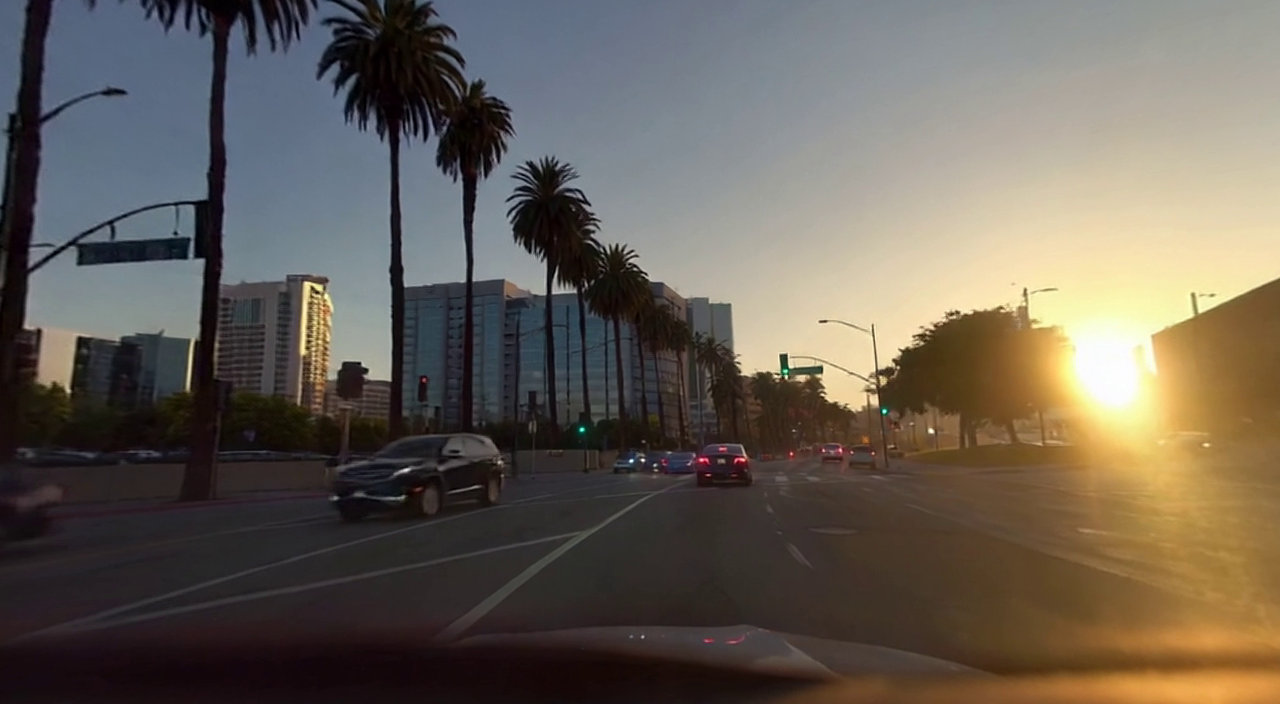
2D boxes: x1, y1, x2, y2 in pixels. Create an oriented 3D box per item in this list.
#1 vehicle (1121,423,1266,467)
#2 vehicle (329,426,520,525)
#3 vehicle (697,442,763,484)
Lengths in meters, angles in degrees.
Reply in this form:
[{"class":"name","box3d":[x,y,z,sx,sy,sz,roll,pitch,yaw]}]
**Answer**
[{"class":"vehicle","box3d":[25.195,4.238,28.865,5.049,1.861,2.081,1,-9,-9]},{"class":"vehicle","box3d":[-4.373,2.571,13.727,2.013,1.746,4.366,-2,-9,10]},{"class":"vehicle","box3d":[3.600,4.288,24.716,2.096,1.492,4.071,-2,-9,14]}]
